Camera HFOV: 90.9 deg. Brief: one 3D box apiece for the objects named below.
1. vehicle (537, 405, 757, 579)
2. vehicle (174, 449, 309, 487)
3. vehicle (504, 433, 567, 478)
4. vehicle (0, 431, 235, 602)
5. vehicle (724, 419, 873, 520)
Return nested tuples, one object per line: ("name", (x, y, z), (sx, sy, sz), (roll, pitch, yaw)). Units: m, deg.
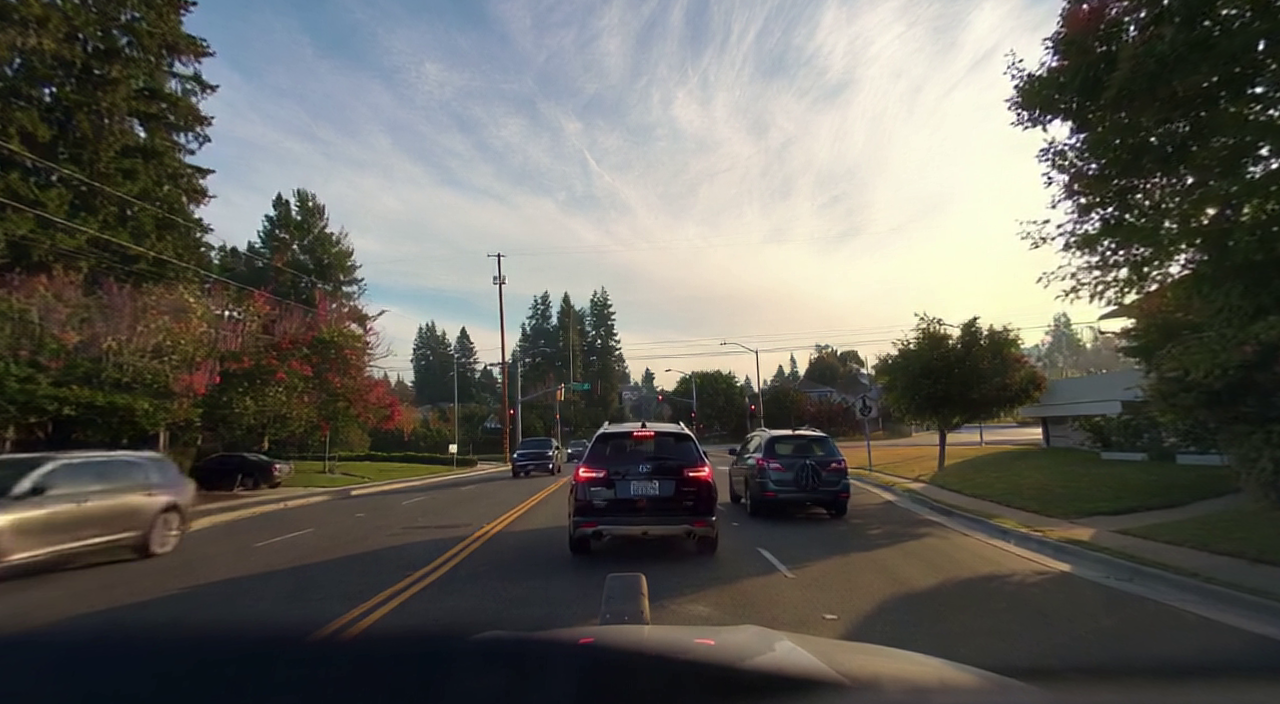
("vehicle", (0.054, 1.676, 8.321), (2.151, 1.695, 4.100), (0, -8, 0))
("vehicle", (-16.117, 4.678, 25.644), (4.245, 1.446, 1.827), (0, -8, 1))
("vehicle", (-4.920, 4.977, 30.511), (2.138, 1.938, 5.584), (0, -8, -1))
("vehicle", (-7.311, 1.854, 7.771), (1.985, 1.672, 3.960), (0, -8, 0))
("vehicle", (3.075, 2.382, 13.283), (1.967, 1.756, 4.281), (0, -8, -1))
